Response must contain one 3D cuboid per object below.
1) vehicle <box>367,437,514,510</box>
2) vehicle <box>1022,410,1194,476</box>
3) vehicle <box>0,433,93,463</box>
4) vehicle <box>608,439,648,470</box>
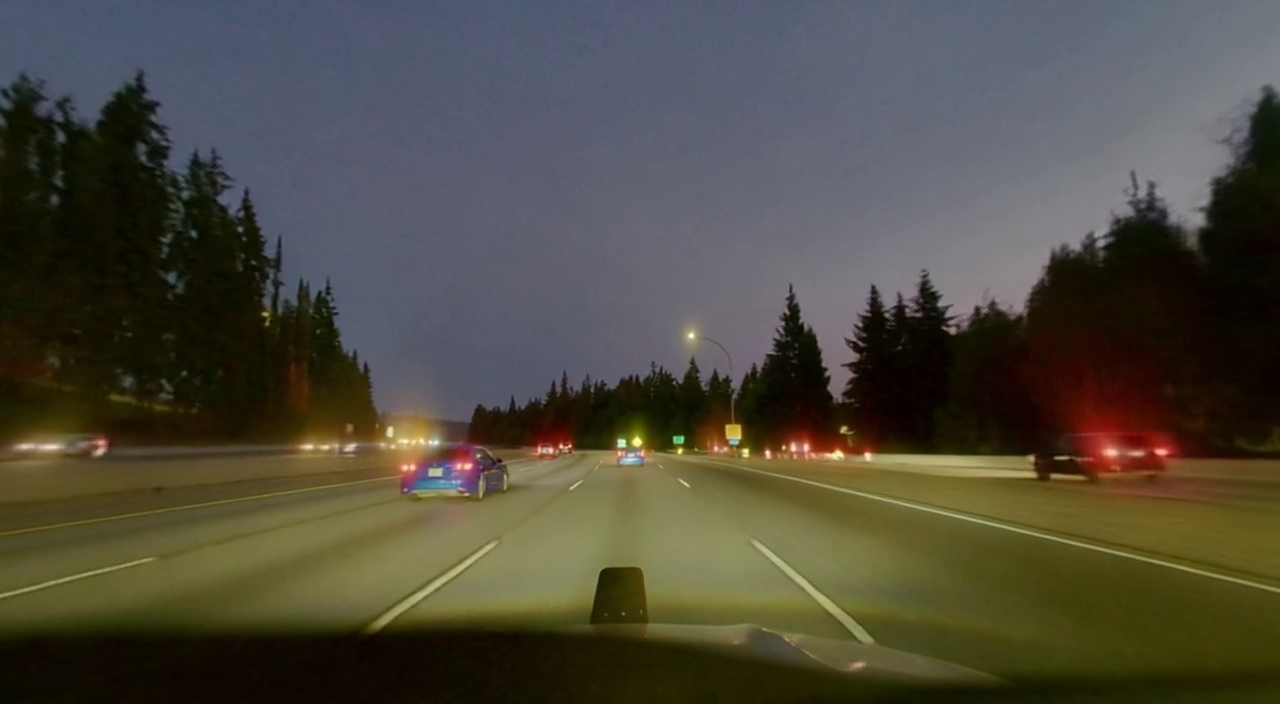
[{"bbox_3d":[-4.392,2.735,14.672,2.001,1.415,4.360,0,-8,0],"label":"vehicle"},{"bbox_3d":[21.079,4.185,28.960,2.728,2.610,7.309,-1,-8,5],"label":"vehicle"},{"bbox_3d":[-37.293,6.001,39.335,2.047,1.756,4.811,1,-8,-6],"label":"vehicle"},{"bbox_3d":[-0.646,5.283,32.597,1.963,1.462,4.681,0,-8,-2],"label":"vehicle"}]
